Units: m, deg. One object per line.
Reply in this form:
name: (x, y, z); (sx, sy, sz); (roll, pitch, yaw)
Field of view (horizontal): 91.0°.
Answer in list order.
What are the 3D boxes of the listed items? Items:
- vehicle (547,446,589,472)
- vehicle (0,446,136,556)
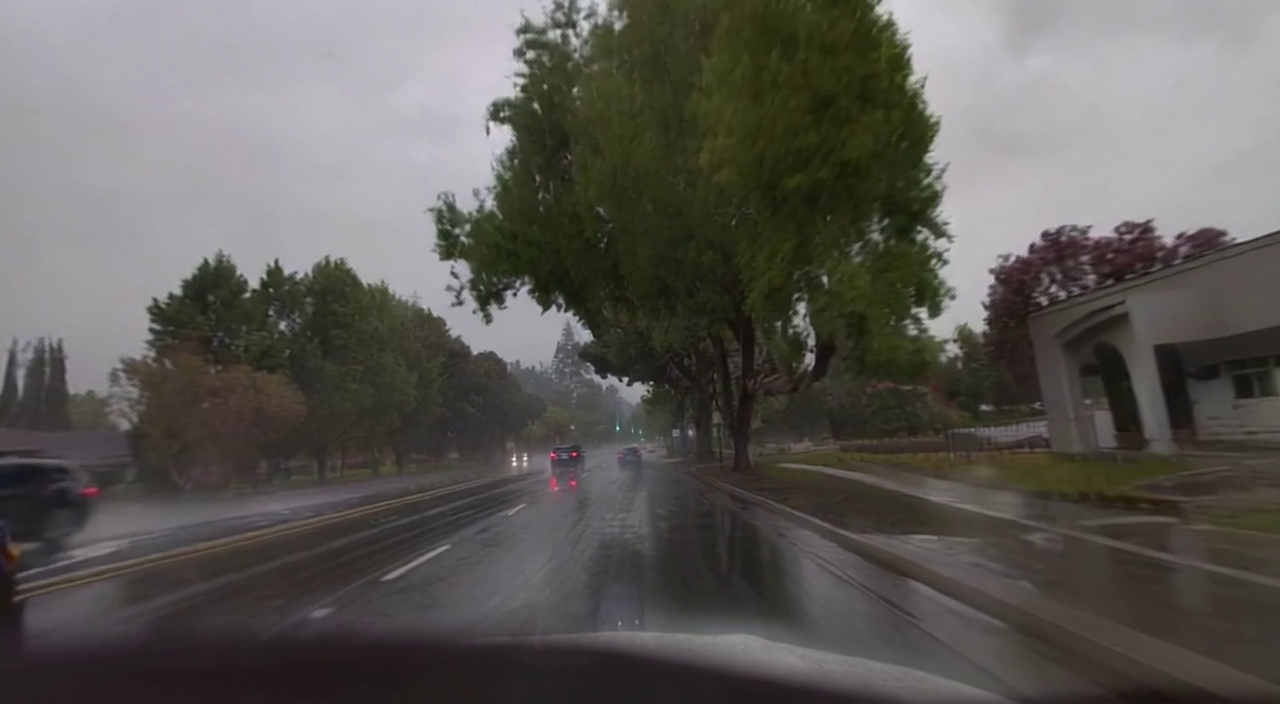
vehicle: (-4.397, 6.627, 39.200); (2.083, 1.460, 4.527); (0, -8, 0)
vehicle: (-12.290, 2.670, 11.117); (2.292, 1.882, 5.655); (-2, -10, -3)
